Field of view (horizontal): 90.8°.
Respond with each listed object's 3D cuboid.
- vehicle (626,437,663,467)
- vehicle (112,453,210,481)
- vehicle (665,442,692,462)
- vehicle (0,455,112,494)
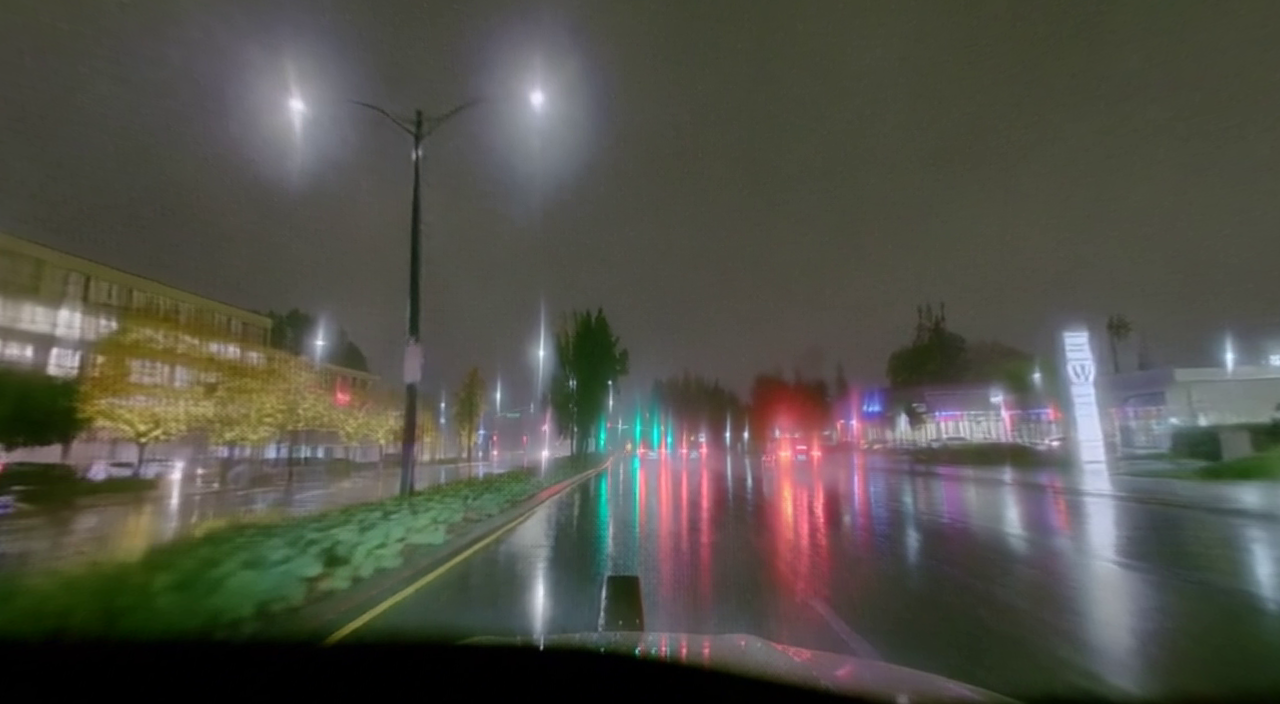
[{"bbox_3d":[0.218,5.953,37.714,2.100,1.683,4.231,0,-8,0],"label":"vehicle"},{"bbox_3d":[-30.266,7.262,39.997,4.621,1.670,1.895,0,-8,-1],"label":"vehicle"},{"bbox_3d":[2.894,7.587,47.943,1.685,1.441,3.795,0,-8,-1],"label":"vehicle"},{"bbox_3d":[-28.712,5.936,30.931,1.990,1.662,4.352,0,-8,-2],"label":"vehicle"}]
